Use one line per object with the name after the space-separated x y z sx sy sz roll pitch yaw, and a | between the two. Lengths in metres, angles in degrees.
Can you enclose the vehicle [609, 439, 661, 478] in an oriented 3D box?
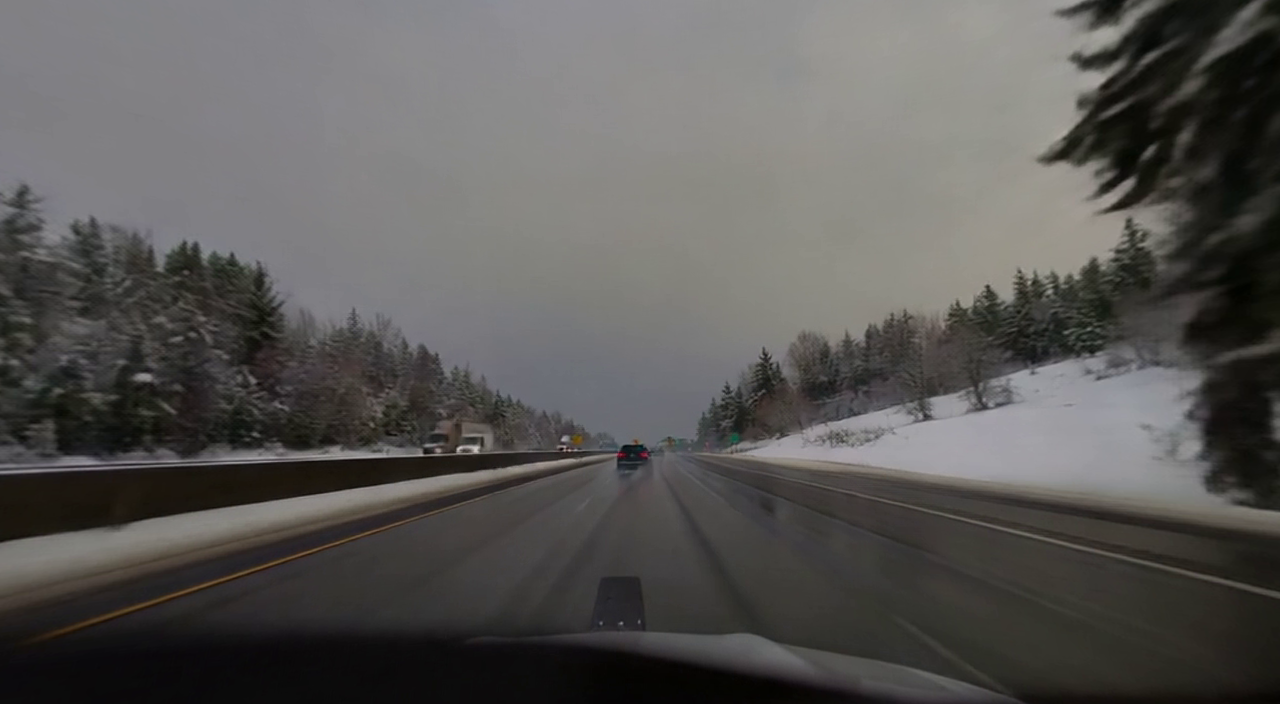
-0.133 4.890 29.092 2.231 1.652 4.503 0 -9 2 | vehicle
